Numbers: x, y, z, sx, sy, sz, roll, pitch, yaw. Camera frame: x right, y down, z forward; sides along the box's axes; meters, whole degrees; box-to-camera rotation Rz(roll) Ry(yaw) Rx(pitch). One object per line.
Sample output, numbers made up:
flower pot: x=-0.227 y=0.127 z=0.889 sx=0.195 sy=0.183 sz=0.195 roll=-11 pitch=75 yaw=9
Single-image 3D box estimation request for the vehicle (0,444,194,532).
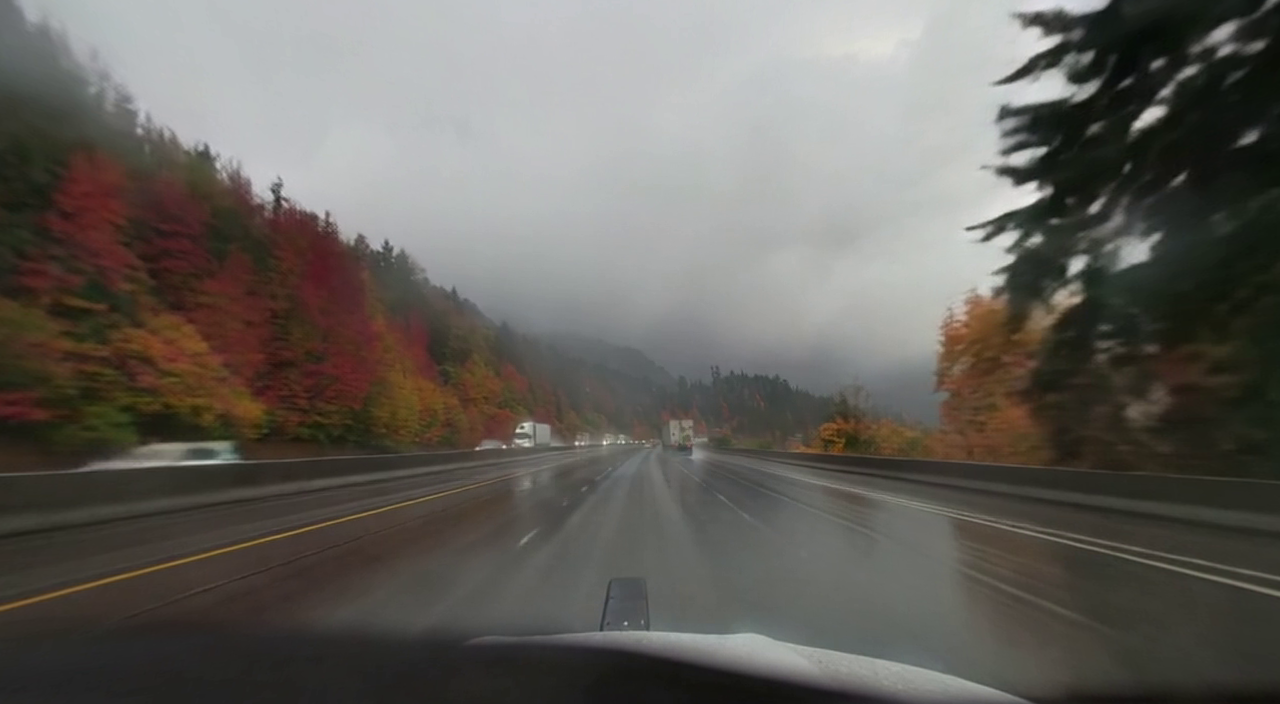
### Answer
vehicle: x=-11.552 y=2.601 z=12.738 sx=1.844 sy=1.473 sz=4.068 roll=-1 pitch=-8 yaw=3
